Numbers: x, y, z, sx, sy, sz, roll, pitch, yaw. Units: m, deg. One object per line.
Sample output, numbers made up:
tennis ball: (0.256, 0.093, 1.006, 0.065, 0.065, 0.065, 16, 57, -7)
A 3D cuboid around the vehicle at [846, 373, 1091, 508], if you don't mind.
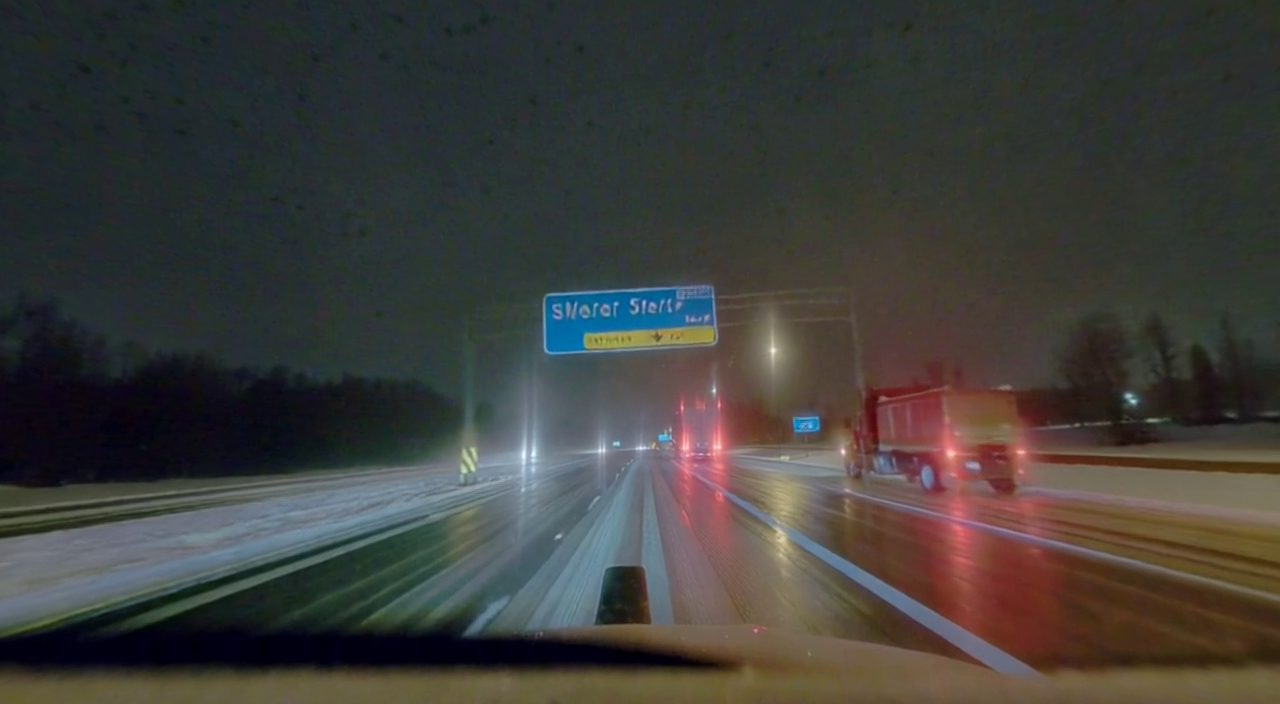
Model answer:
vehicle: (7.876, 2.315, 16.499, 2.474, 2.730, 7.349, 0, -8, 0)
